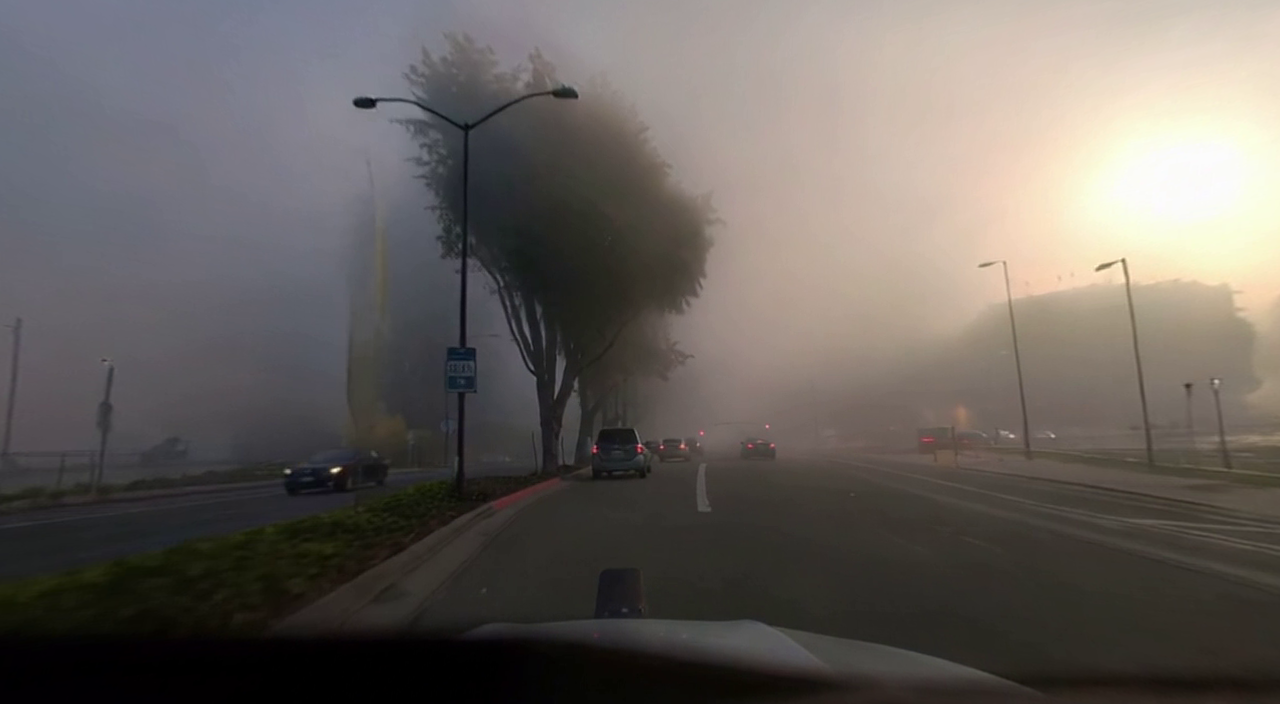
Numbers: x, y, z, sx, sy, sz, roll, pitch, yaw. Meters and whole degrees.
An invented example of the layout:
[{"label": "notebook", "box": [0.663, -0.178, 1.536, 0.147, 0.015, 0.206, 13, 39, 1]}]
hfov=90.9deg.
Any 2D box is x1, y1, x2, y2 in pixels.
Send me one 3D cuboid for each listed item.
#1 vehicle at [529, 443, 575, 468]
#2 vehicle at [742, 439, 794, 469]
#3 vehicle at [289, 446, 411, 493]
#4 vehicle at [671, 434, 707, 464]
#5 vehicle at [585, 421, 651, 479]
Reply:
[{"label": "vehicle", "box": [-5.543, 6.587, 40.369, 1.955, 1.460, 4.434, -1, -8, 5]}, {"label": "vehicle", "box": [6.724, 5.379, 33.546, 2.075, 1.486, 4.316, -1, -8, 3]}, {"label": "vehicle", "box": [-10.176, 4.120, 22.588, 1.965, 1.486, 4.494, -1, -8, 5]}, {"label": "vehicle", "box": [3.277, 6.316, 41.300, 2.222, 1.841, 4.031, -1, -8, 6]}, {"label": "vehicle", "box": [-0.779, 3.994, 25.878, 2.396, 2.143, 4.824, 0, -8, 2]}]
